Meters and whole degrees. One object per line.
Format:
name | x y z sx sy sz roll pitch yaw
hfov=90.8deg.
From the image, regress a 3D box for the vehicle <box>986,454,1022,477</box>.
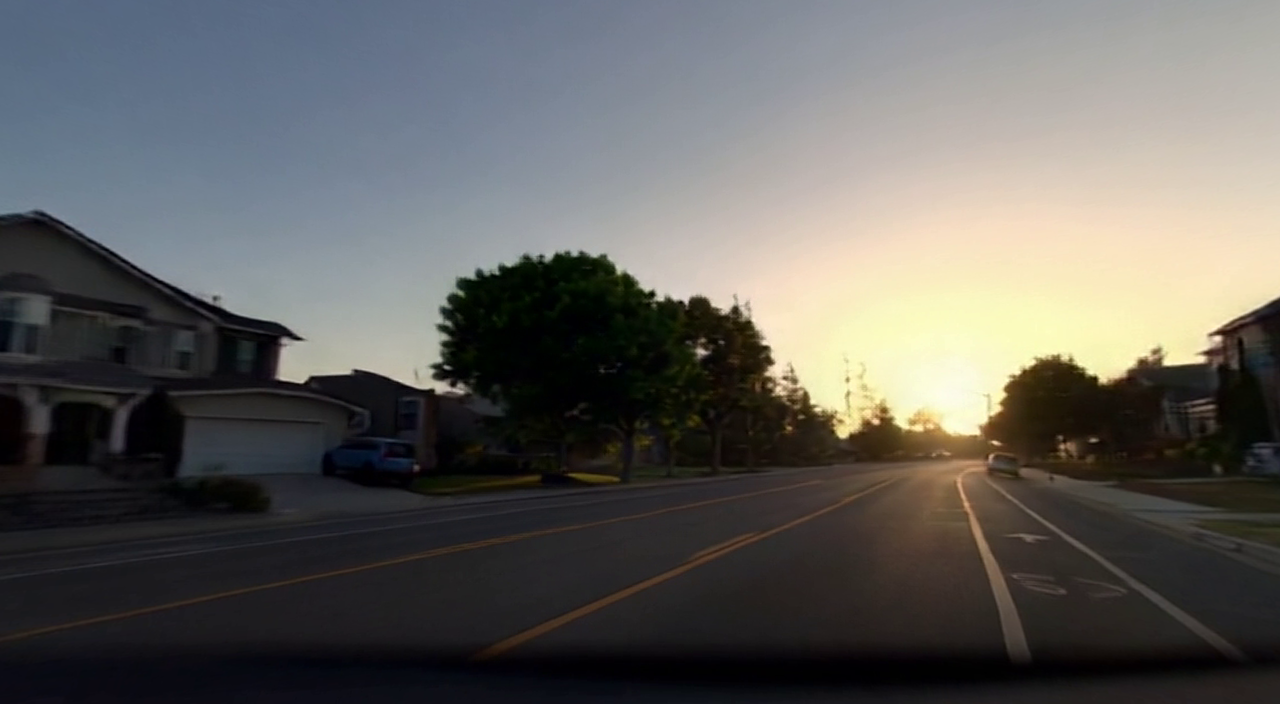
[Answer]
vehicle | 27.544 8.593 47.900 1.971 1.558 4.895 -3 -10 26
